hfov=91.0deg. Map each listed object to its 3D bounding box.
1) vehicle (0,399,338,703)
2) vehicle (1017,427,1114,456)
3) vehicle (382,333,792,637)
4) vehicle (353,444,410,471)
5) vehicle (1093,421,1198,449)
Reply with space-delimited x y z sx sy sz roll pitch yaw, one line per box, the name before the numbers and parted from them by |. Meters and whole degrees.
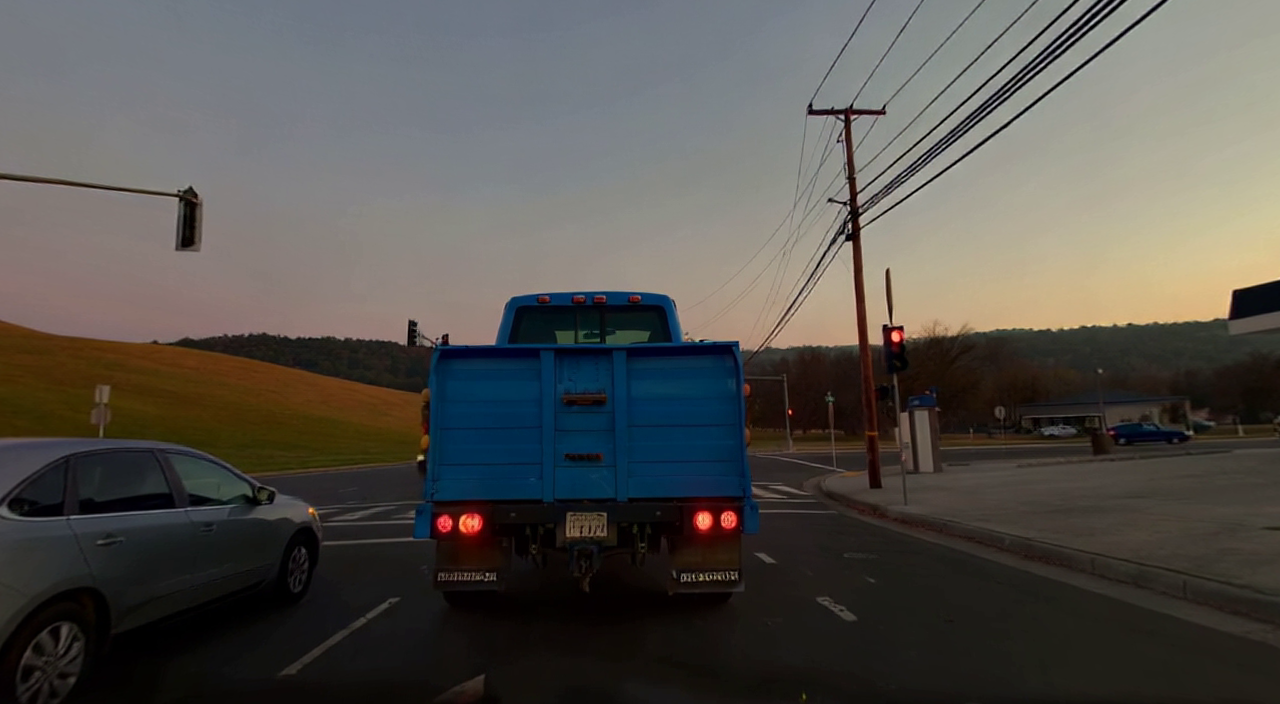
vehicle | -3.961 1.190 3.998 2.017 1.555 4.150 -1 -9 0
vehicle | 25.563 5.396 37.946 4.419 1.496 1.854 -2 -9 1
vehicle | -0.424 1.324 7.226 2.859 2.144 5.406 0 -9 -1
vehicle | -17.119 7.015 41.930 2.133 1.690 4.331 0 -9 -3
vehicle | 33.959 5.620 42.458 2.012 1.757 5.021 5 -10 -31
